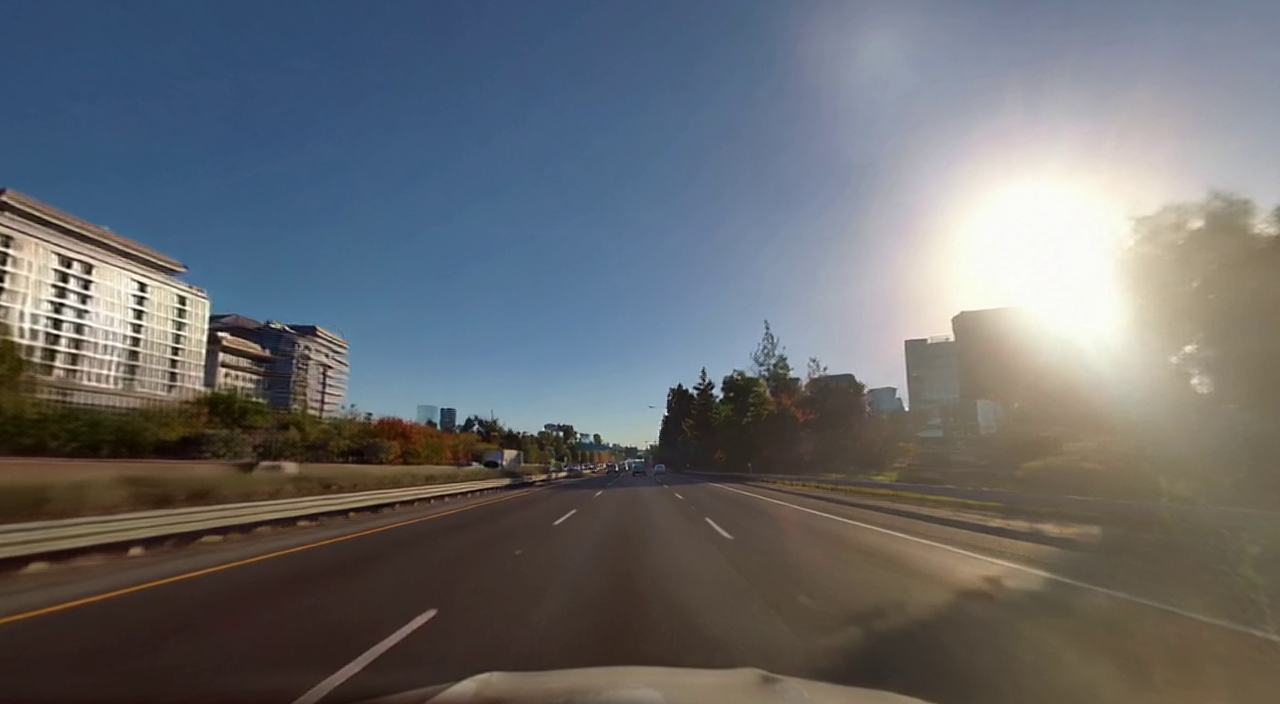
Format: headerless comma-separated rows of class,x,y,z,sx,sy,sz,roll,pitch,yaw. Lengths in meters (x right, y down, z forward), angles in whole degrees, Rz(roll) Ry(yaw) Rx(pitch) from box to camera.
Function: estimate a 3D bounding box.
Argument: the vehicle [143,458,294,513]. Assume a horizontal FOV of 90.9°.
vehicle,-12.781,4.068,19.461,1.866,1.469,3.952,1,-10,0
